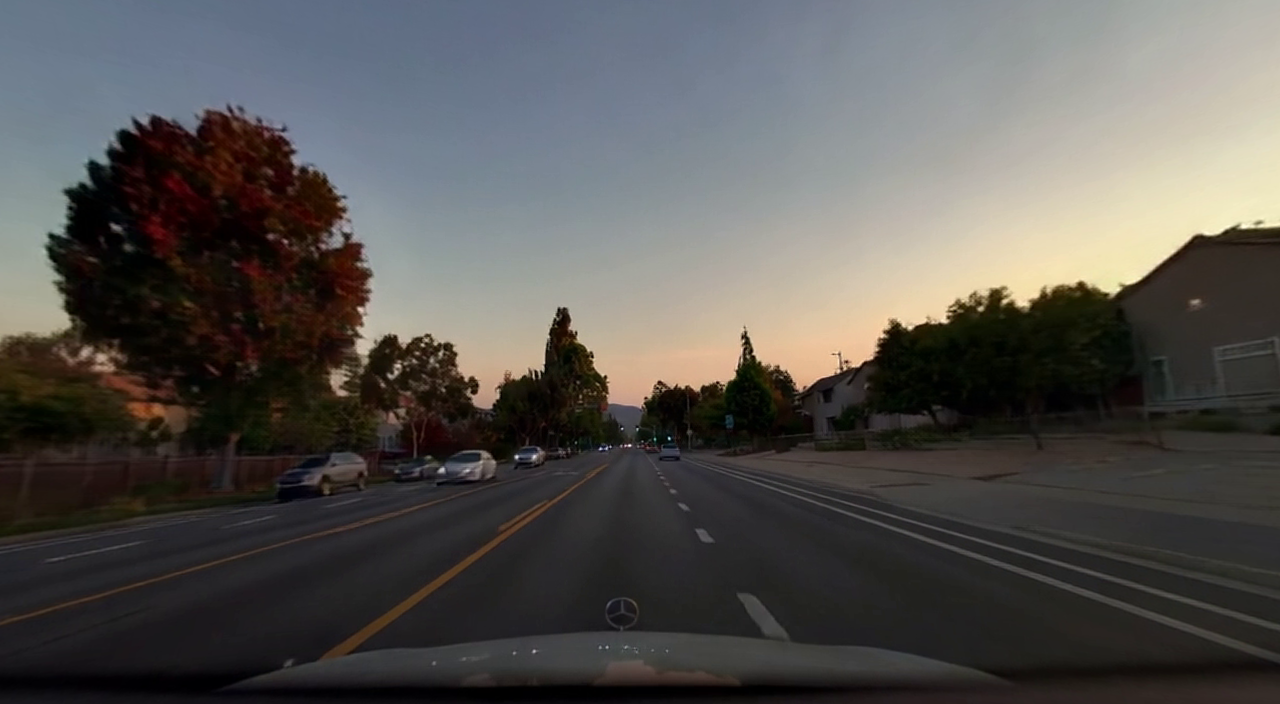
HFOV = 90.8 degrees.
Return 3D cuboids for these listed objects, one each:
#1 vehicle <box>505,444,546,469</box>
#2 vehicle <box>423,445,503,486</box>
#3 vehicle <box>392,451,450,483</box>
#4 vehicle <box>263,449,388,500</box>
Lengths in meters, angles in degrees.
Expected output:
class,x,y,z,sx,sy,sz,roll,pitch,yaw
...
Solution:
class,x,y,z,sx,sy,sz,roll,pitch,yaw
vehicle,-8.253,7.553,46.006,2.053,1.713,4.618,0,-9,1
vehicle,-7.227,4.658,26.297,2.004,1.508,4.525,0,-9,0
vehicle,-12.516,6.590,36.394,1.969,1.613,4.129,-3,-9,-1
vehicle,-12.344,4.832,25.379,2.094,1.797,5.655,0,-9,0
